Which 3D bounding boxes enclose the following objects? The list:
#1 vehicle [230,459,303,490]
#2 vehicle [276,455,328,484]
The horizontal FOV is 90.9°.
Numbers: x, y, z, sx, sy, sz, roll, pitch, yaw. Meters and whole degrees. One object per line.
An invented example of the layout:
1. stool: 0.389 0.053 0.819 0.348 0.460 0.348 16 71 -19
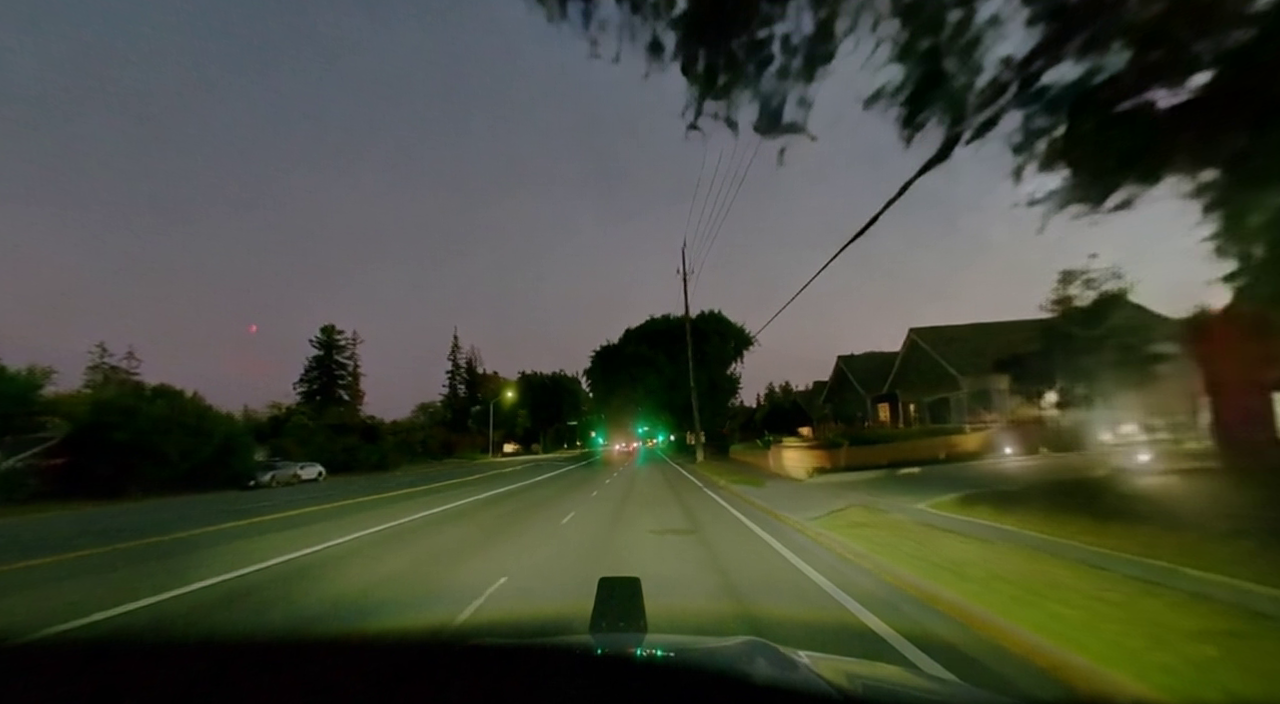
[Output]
1. vehicle: -21.012 6.905 35.696 1.854 1.504 4.436 1 -8 -7
2. vehicle: -22.182 7.667 41.538 1.891 1.703 4.976 2 -9 -16
